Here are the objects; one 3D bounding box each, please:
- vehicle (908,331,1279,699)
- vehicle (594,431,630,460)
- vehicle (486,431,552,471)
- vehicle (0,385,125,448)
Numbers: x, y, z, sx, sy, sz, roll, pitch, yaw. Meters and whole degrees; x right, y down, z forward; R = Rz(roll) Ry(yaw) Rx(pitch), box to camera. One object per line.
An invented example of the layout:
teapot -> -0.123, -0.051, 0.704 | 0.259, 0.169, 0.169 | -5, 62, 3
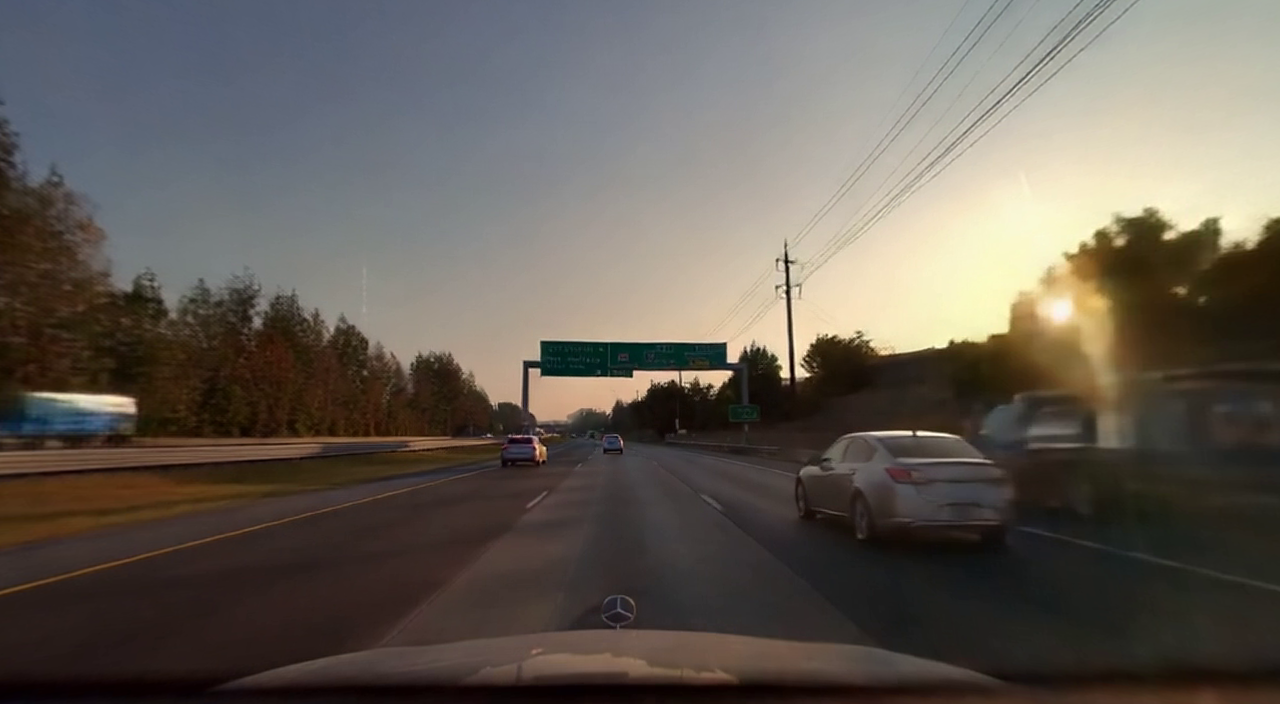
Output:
vehicle -> 3.923, 1.051, 5.012 | 1.976, 1.905, 3.263 | 0, -8, -3
vehicle -> -1.748, 5.886, 39.893 | 2.159, 1.690, 3.720 | 0, -8, -2
vehicle -> -5.066, 4.196, 26.999 | 2.100, 1.590, 4.077 | 0, -8, -1
vehicle -> -27.675, 3.076, 28.966 | 2.473, 2.571, 6.567 | 0, -8, -2
